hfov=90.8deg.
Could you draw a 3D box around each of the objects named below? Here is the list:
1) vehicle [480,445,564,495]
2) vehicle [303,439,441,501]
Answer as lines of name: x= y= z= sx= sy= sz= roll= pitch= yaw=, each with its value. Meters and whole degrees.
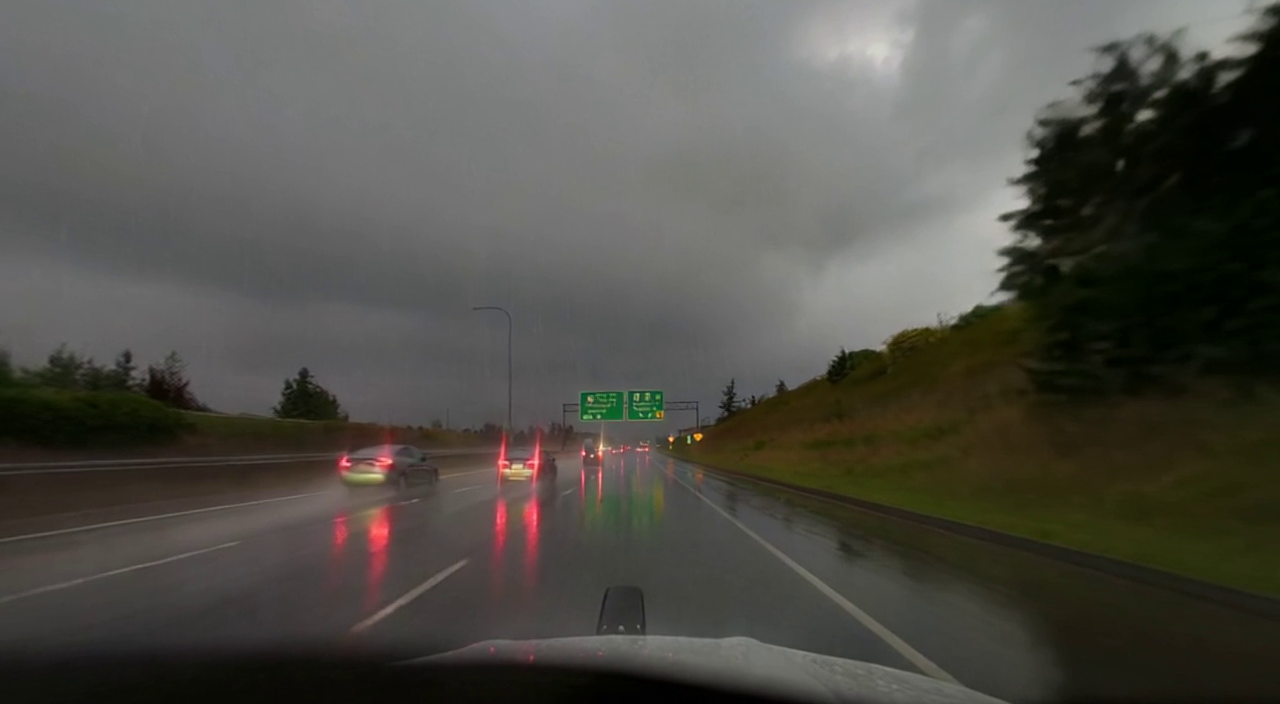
vehicle: x=-3.654 y=3.711 z=20.198 sx=1.924 sy=1.436 sz=3.915 roll=0 pitch=-9 yaw=0
vehicle: x=-7.498 y=3.332 z=18.227 sx=2.091 sy=1.558 sz=4.220 roll=0 pitch=-9 yaw=0
